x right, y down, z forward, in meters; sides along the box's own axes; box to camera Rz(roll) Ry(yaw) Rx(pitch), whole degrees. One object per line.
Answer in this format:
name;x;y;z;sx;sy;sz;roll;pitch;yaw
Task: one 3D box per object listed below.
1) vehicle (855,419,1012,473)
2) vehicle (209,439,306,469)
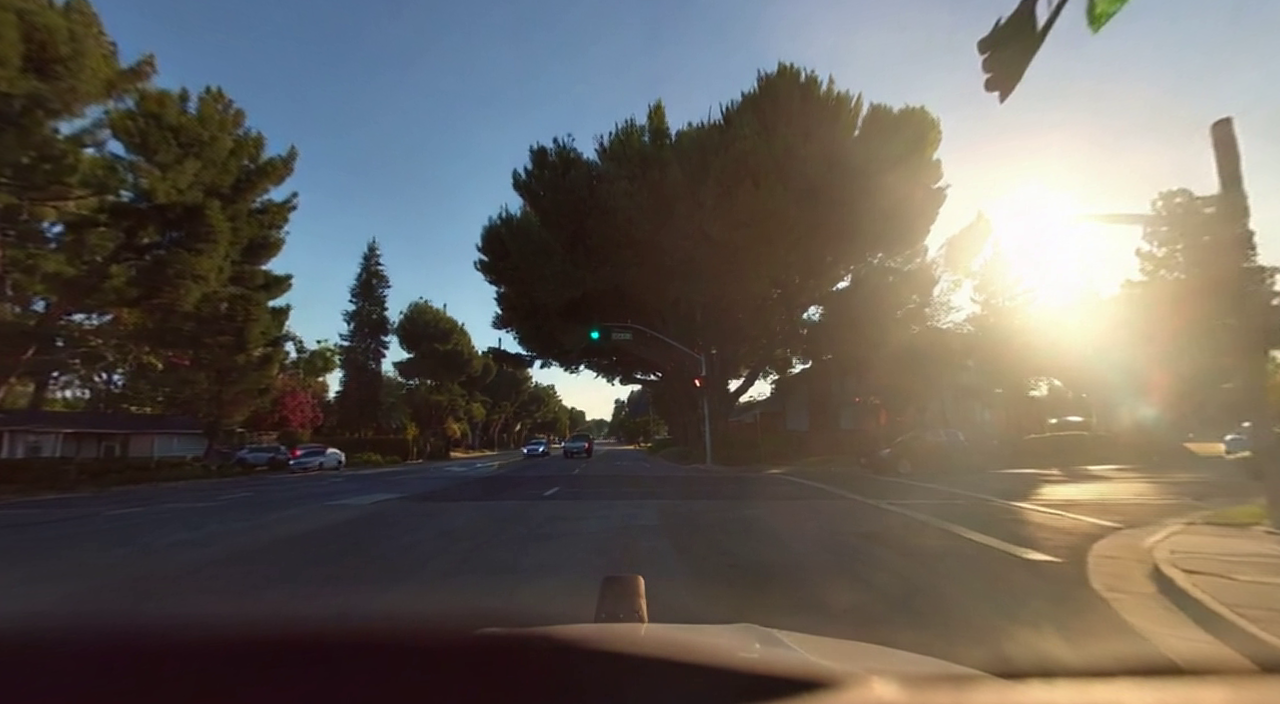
vehicle;10.217;3.298;22.282;4.500;1.761;1.975;0;-8;-1
vehicle;-23.876;6.381;39.529;4.772;1.745;2.058;-1;-8;4
